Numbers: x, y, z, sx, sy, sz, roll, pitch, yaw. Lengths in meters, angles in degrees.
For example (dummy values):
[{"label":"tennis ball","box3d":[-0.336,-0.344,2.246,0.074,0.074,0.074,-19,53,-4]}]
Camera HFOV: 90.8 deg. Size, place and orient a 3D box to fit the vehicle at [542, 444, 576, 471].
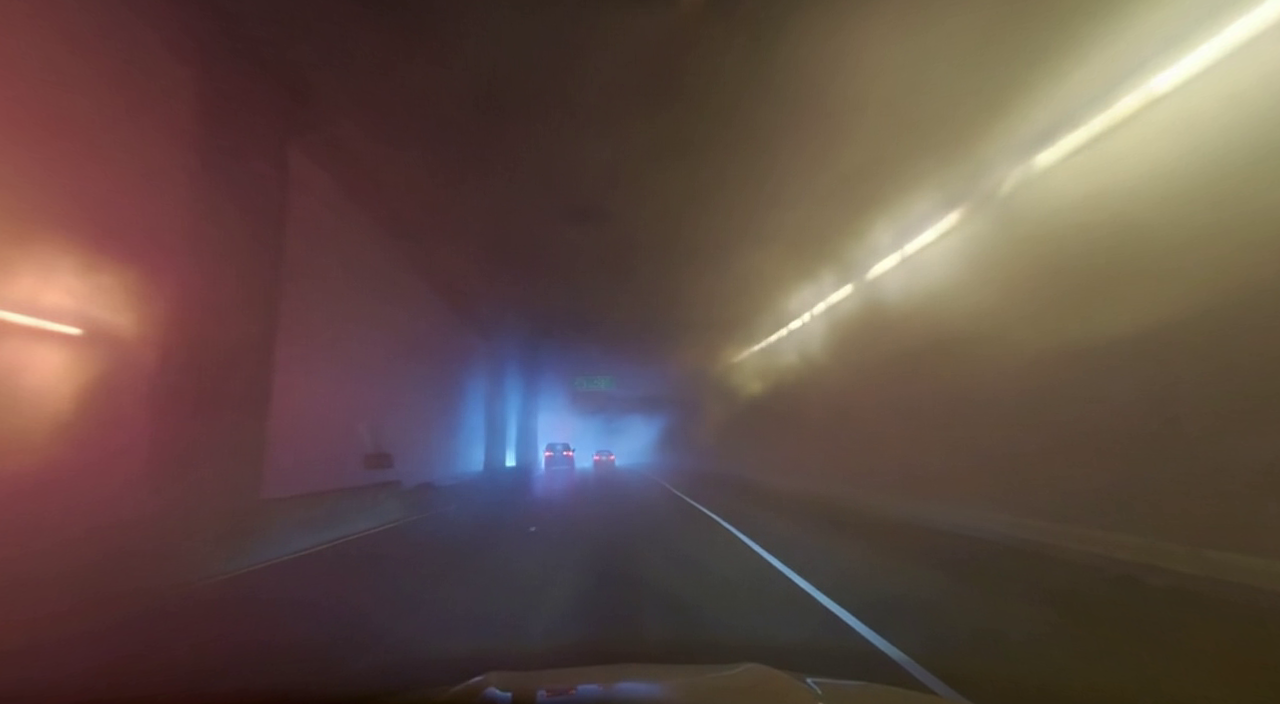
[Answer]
[{"label":"vehicle","box3d":[-5.479,7.186,43.255,1.961,1.725,4.315,0,-9,-3]}]
